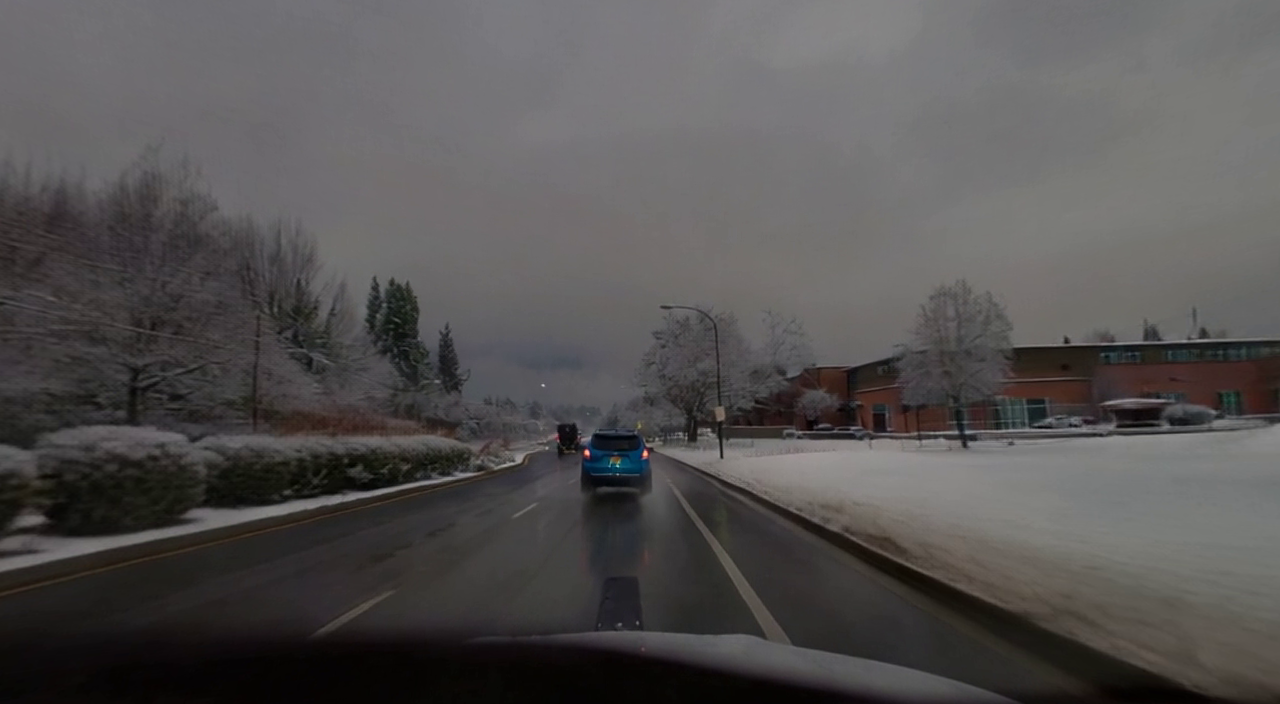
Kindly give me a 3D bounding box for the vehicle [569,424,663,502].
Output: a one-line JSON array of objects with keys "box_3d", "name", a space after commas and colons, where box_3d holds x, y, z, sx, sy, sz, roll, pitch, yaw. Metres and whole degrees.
[{"box_3d": [-0.578, 2.845, 16.548, 2.131, 1.761, 4.242, 0, -8, -1], "name": "vehicle"}]
